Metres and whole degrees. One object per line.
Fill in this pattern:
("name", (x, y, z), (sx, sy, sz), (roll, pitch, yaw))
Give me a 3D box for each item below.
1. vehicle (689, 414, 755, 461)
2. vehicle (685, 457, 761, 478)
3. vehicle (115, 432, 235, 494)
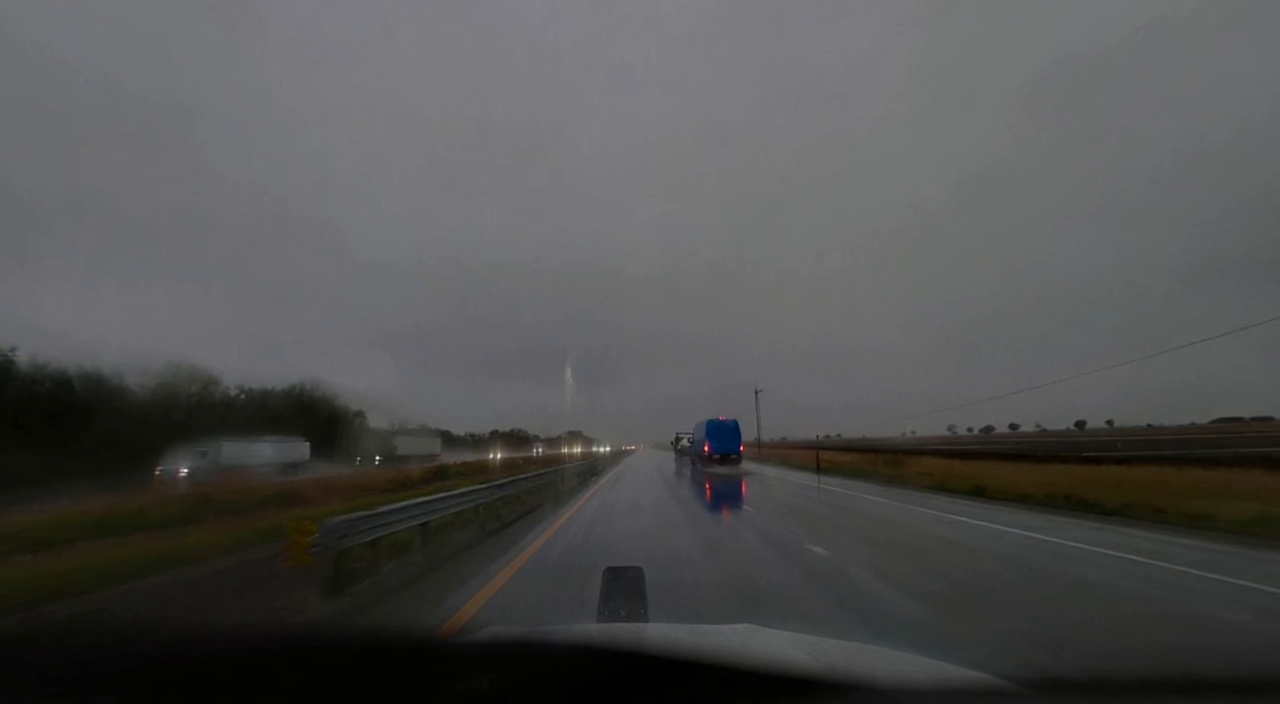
("vehicle", (3.879, 4.300, 31.057), (2.444, 2.053, 5.616), (-1, -9, 0))
("vehicle", (3.910, 5.645, 31.116), (2.702, 0.824, 6.391), (0, -8, -2))
("vehicle", (-32.766, 7.789, 44.884), (3.025, 3.975, 6.964), (0, -8, 0))
